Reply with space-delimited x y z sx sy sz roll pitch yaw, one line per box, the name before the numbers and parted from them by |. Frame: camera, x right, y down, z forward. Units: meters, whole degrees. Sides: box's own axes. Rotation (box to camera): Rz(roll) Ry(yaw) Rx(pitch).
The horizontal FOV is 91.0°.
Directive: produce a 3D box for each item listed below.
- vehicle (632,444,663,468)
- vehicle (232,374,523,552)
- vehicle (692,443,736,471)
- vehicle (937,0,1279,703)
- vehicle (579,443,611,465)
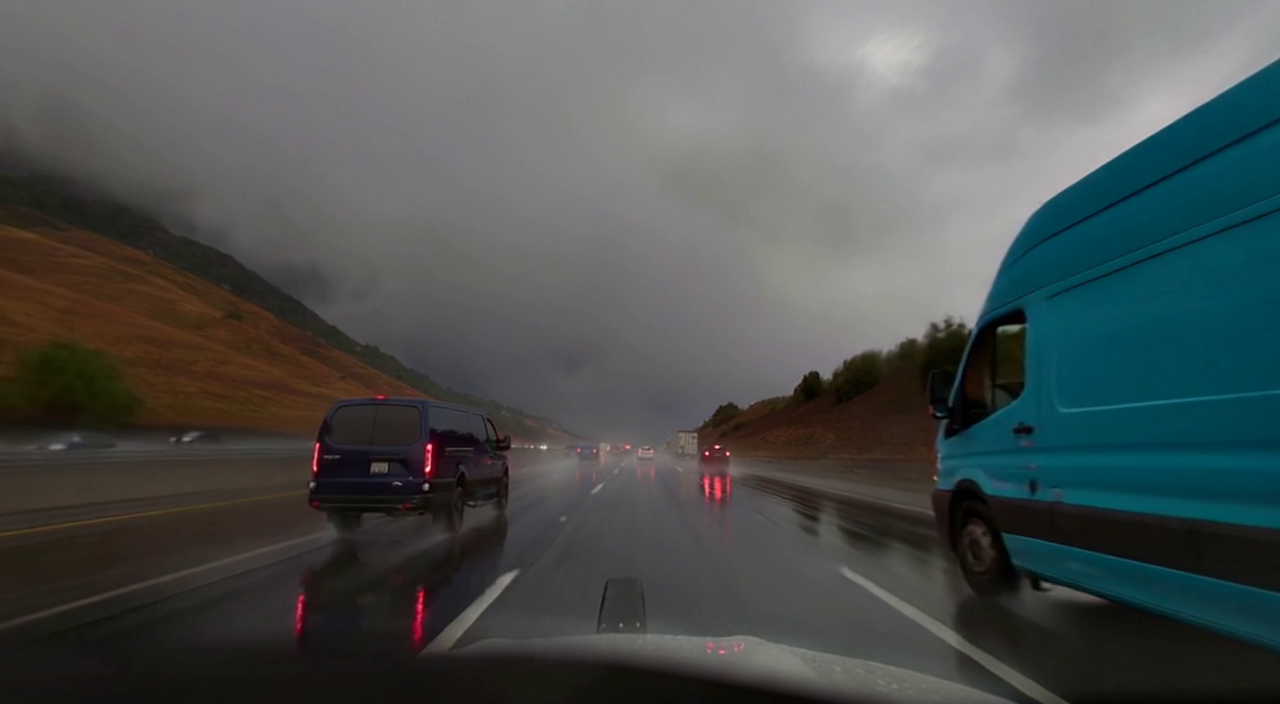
vehicle | 0.491 7.001 42.613 2.014 1.543 3.804 0 -9 0
vehicle | -3.789 1.816 10.768 2.421 2.203 5.775 0 -9 0
vehicle | 4.380 6.279 37.877 2.051 1.598 4.145 0 -9 -1
vehicle | 4.236 0.000 2.395 2.764 3.260 7.019 0 -9 1
vehicle | -3.389 7.811 48.480 2.138 1.581 4.340 0 -9 0
